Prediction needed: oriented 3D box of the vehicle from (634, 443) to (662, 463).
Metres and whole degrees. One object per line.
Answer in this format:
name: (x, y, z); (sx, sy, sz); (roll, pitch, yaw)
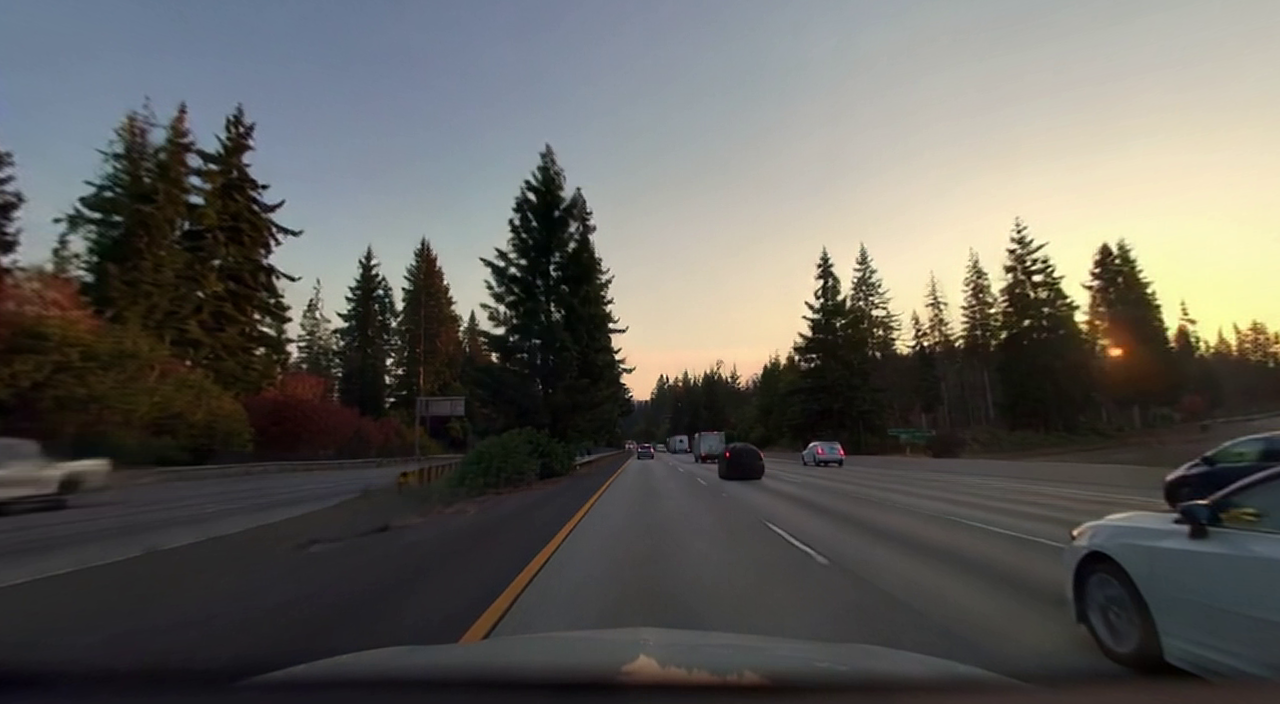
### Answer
vehicle: (0.613, 7.846, 48.939); (2.052, 1.472, 4.295); (-1, -9, 0)

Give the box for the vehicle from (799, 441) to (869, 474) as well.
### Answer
vehicle: (9.425, 5.160, 30.923); (2.002, 1.500, 4.715); (-1, -9, 1)

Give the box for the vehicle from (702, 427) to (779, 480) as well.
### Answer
vehicle: (3.916, 4.123, 25.637); (2.206, 1.902, 5.460); (-1, -9, 0)

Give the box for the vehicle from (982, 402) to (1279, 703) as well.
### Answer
vehicle: (3.393, 0.860, 2.019); (1.904, 1.453, 4.789); (-1, -9, 0)
